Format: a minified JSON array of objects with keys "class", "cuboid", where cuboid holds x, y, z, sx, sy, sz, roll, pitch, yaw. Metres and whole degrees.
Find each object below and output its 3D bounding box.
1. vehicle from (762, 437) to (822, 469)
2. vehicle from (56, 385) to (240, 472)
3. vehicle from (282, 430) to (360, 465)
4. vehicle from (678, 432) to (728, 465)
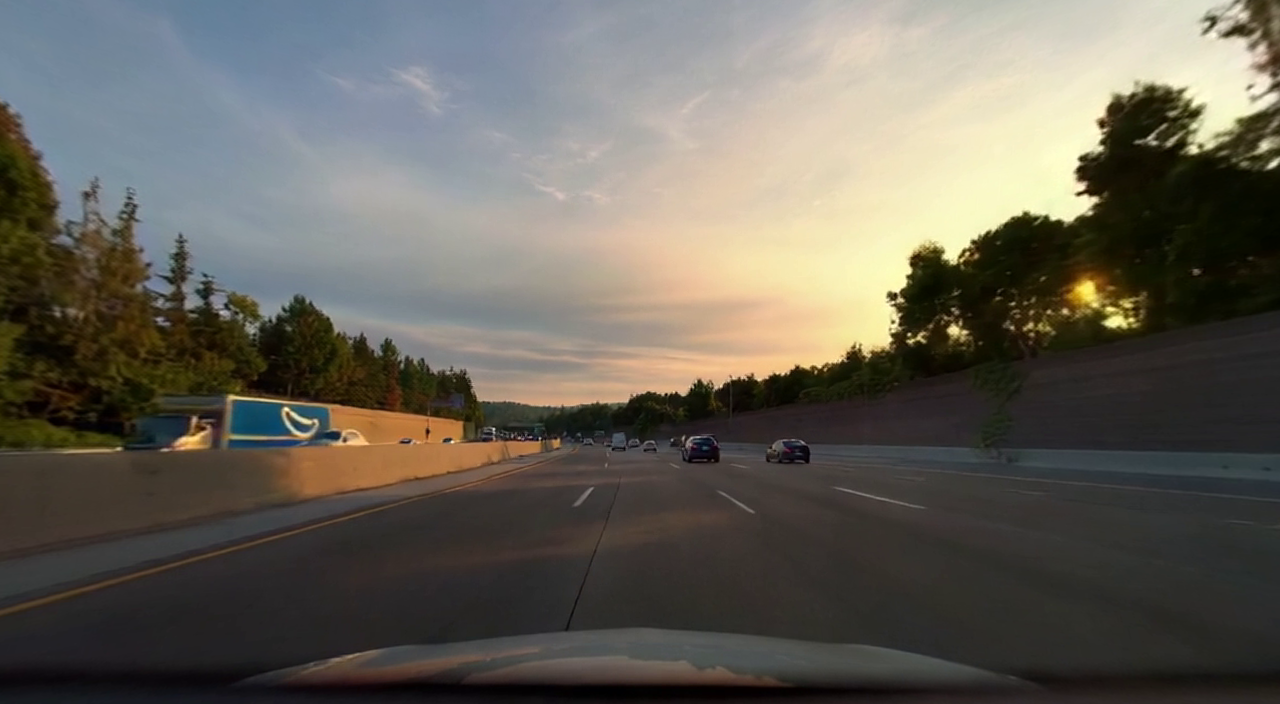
[{"class":"vehicle","cuboid":[7.410,4.974,31.204,1.798,1.473,4.077,0,-8,-2]},{"class":"vehicle","cuboid":[-25.349,4.119,33.311,3.052,3.978,8.328,-1,-8,-1]},{"class":"vehicle","cuboid":[-18.247,5.480,36.335,2.088,1.852,4.748,-1,-8,-2]},{"class":"vehicle","cuboid":[3.519,5.495,35.857,2.141,1.732,4.279,0,-8,-3]}]
